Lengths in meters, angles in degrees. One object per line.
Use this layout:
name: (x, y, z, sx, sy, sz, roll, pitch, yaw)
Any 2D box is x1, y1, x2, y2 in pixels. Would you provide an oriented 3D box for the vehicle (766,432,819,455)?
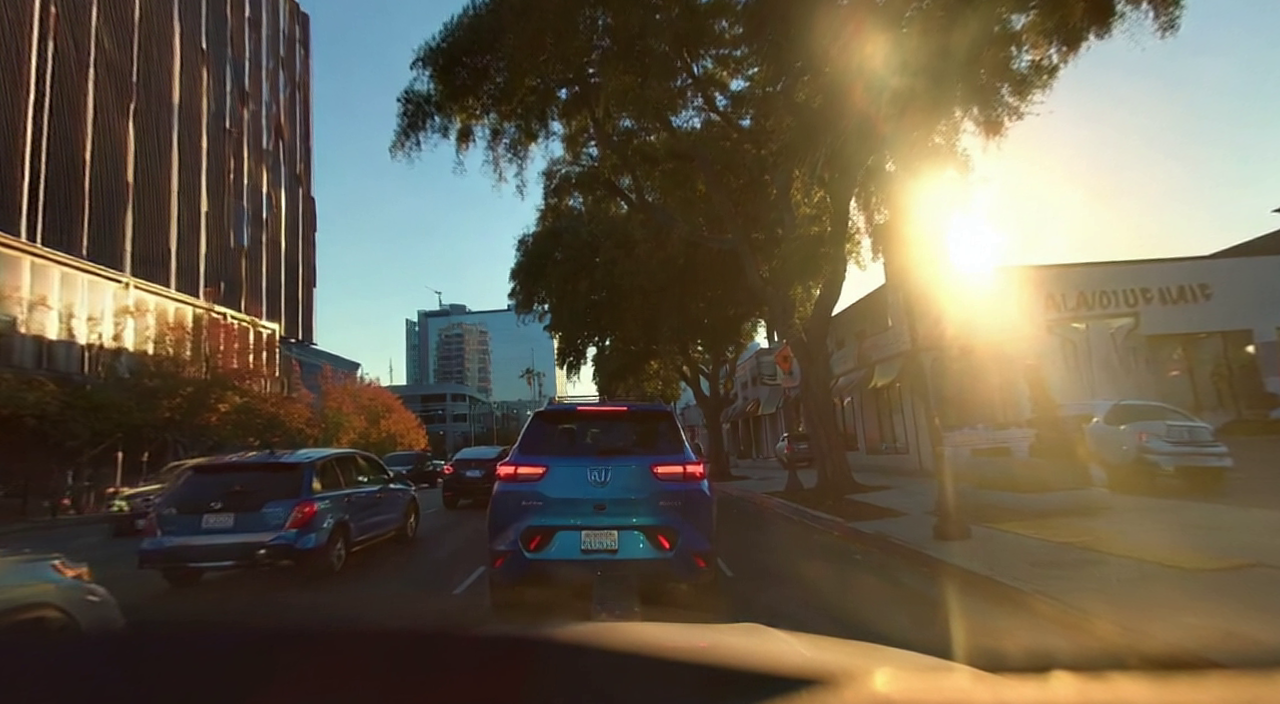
vehicle: (10.231, 6.155, 42.154, 1.877, 1.416, 3.965, -8, -12, 38)

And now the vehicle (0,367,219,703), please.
vehicle: (-3.174, 0.723, 1.044, 1.971, 1.658, 4.428, 0, -8, -2)

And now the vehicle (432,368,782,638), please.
vehicle: (-0.373, 1.404, 6.866, 2.531, 1.930, 4.382, 0, -8, -4)

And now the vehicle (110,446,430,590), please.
vehicle: (-4.561, 2.047, 8.799, 1.876, 1.448, 4.464, 0, -8, -2)
